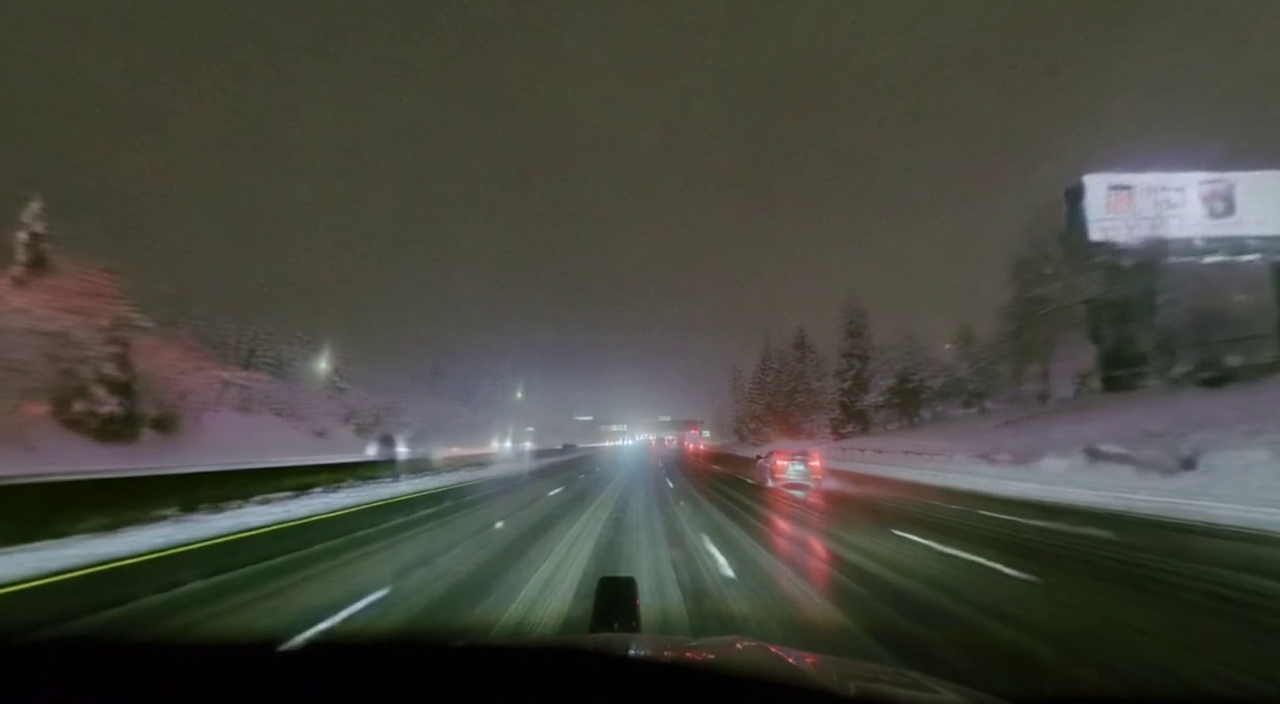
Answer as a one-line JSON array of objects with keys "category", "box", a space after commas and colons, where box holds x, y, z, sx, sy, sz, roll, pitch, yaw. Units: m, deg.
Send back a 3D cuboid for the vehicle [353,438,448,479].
[{"category": "vehicle", "box": [-9.809, 4.390, 26.319, 2.101, 1.536, 4.532, 0, -8, 1]}]
